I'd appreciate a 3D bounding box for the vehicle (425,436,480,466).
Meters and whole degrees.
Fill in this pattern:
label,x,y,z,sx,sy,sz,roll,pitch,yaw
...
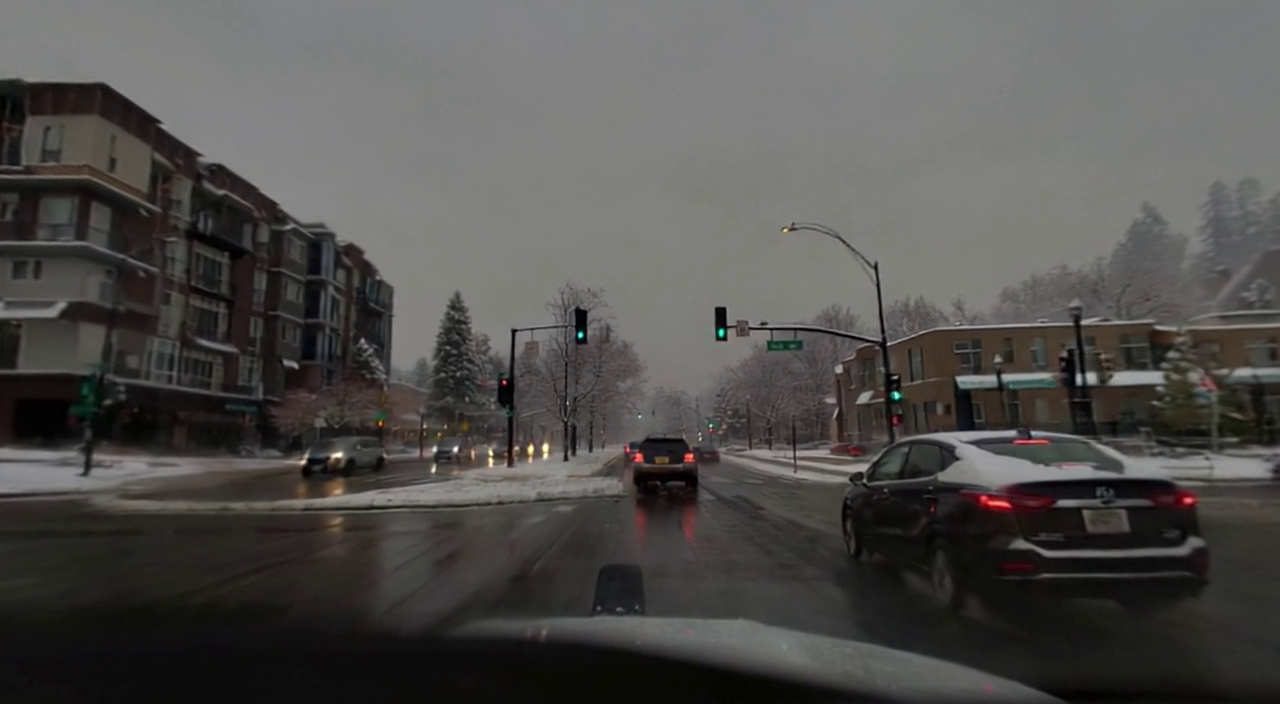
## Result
label,x,y,z,sx,sy,sz,roll,pitch,yaw
vehicle,-12.430,6.594,42.212,2.076,1.836,4.847,0,-8,1

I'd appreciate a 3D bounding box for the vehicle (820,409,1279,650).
label,x,y,z,sx,sy,sz,roll,pitch,yaw
vehicle,3.387,1.505,6.419,1.906,1.608,4.137,0,-8,0

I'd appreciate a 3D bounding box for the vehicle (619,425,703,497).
label,x,y,z,sx,sy,sz,roll,pitch,yaw
vehicle,0.728,3.267,19.366,2.206,1.858,5.332,-1,-8,4

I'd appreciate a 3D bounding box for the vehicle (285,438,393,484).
label,x,y,z,sx,sy,sz,roll,pitch,yaw
vehicle,-12.535,4.548,26.756,1.964,1.712,5.236,0,-8,0
